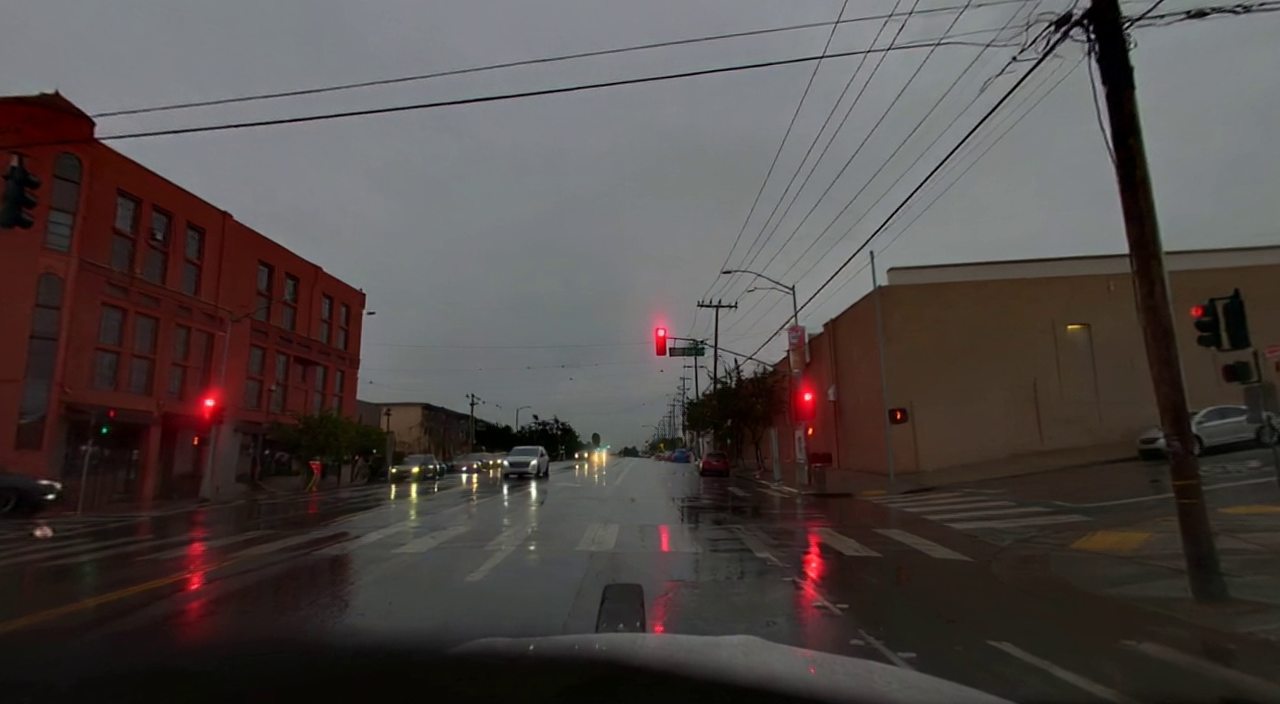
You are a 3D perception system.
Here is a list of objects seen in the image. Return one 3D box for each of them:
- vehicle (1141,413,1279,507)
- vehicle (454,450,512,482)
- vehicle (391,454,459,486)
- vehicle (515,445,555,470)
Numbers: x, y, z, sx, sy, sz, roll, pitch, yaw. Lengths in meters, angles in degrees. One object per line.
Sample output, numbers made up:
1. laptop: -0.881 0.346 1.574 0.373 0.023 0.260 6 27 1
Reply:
1. vehicle: 12.691 2.173 12.811 3.234 1.746 1.941 -1 -9 2
2. vehicle: -8.697 6.310 35.181 2.020 1.672 3.842 0 -9 3
3. vehicle: -12.033 6.612 35.630 1.943 1.574 4.727 0 -9 3
4. vehicle: -8.131 8.257 49.335 2.096 1.830 4.752 0 -9 3
